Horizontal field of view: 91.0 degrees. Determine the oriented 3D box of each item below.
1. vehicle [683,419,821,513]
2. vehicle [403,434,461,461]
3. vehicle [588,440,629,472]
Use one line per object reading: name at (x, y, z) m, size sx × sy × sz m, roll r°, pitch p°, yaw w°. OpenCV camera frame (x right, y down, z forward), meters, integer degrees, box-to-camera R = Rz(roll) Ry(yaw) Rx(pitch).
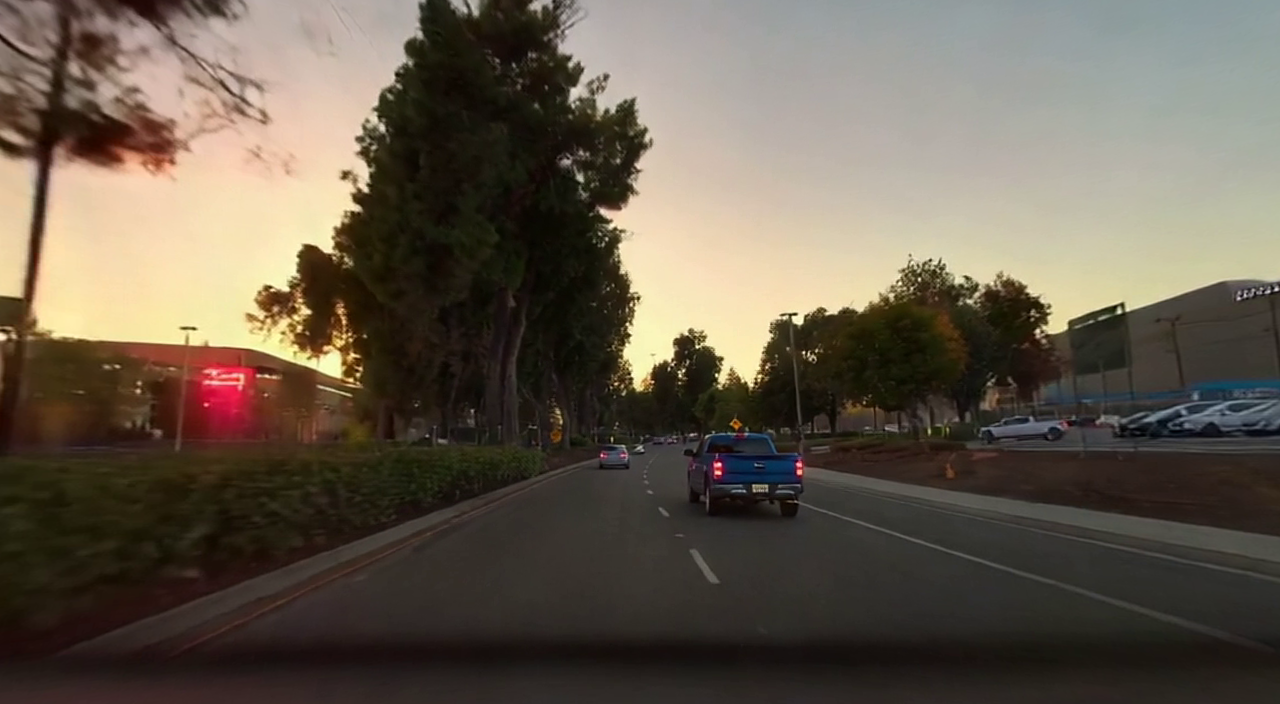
vehicle at (2.524, 2.805, 15.999) m, size 2.367 × 1.919 × 5.651 m, roll 1°, pitch -9°, yaw -1°
vehicle at (-14.224, 6.584, 43.311) m, size 2.088 × 1.718 × 4.798 m, roll 0°, pitch -9°, yaw 4°
vehicle at (-1.604, 5.419, 33.054) m, size 1.968 × 1.521 × 4.262 m, roll 1°, pitch -9°, yaw -1°
